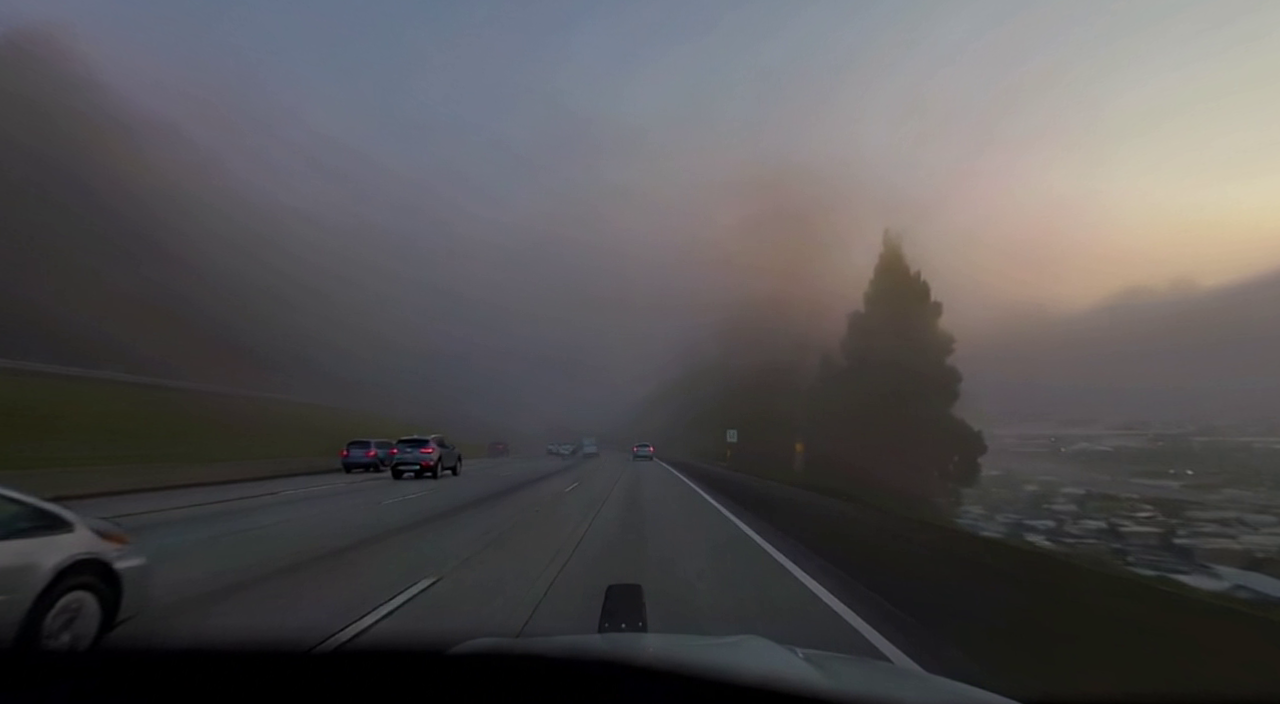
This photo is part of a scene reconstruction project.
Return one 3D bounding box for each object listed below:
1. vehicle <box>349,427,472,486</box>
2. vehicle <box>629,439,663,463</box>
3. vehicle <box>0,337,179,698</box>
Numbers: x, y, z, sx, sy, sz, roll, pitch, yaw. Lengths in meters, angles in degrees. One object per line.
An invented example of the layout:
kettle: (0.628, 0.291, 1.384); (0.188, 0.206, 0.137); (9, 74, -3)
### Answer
vehicle: (-7.494, 3.476, 21.189); (2.238, 1.712, 5.000); (0, -8, 0)
vehicle: (0.337, 6.351, 40.370); (2.060, 1.465, 3.974); (0, -8, -2)
vehicle: (-4.274, 0.591, 1.574); (2.171, 1.759, 5.219); (0, -8, 1)
